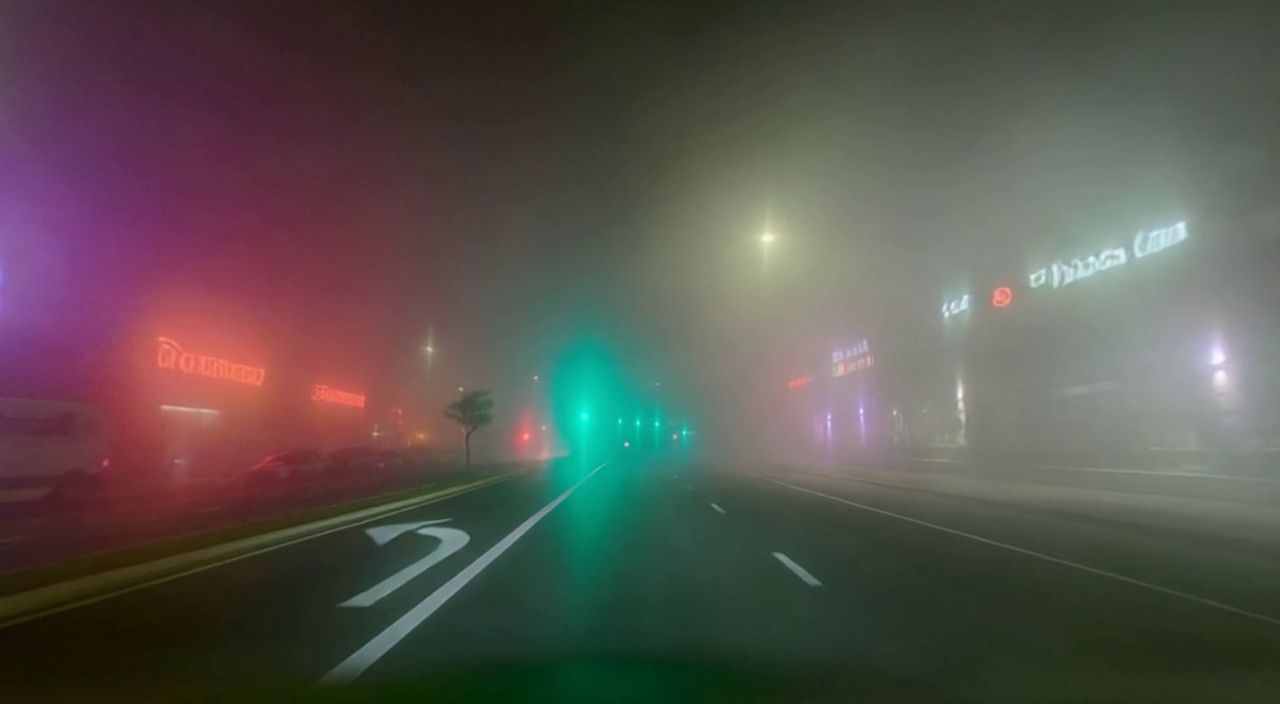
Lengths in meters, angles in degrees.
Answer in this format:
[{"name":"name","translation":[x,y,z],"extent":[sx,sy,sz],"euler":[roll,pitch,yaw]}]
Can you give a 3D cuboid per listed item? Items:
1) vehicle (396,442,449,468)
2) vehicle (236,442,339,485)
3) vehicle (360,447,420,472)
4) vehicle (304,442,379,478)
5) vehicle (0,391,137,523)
[{"name":"vehicle","translation":[-15.684,7.423,45.817],"extent":[1.978,1.760,5.097],"euler":[0,-8,0]},{"name":"vehicle","translation":[-15.569,4.920,28.266],"extent":[1.950,1.749,5.006],"euler":[1,-8,-4]},{"name":"vehicle","translation":[-15.497,6.661,39.405],"extent":[1.776,1.468,5.089],"euler":[0,-8,-1]},{"name":"vehicle","translation":[-15.918,5.736,33.990],"extent":[1.880,1.791,4.666],"euler":[0,-8,-2]},{"name":"vehicle","translation":[-15.384,2.396,14.348],"extent":[2.335,2.896,6.785],"euler":[-1,-9,-1]}]
